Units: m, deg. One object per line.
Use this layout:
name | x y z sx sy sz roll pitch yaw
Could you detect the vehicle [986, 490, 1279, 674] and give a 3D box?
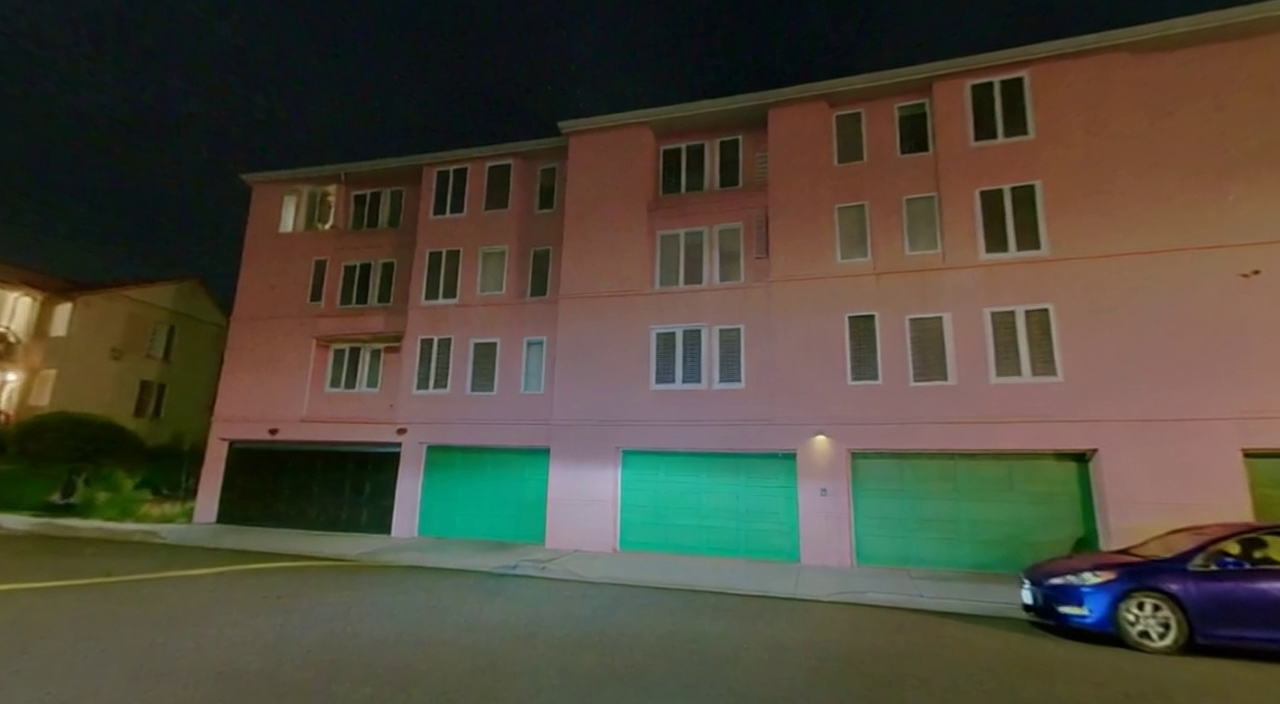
vehicle | 6.350 2.245 6.368 4.697 1.444 1.825 -3 -10 20
